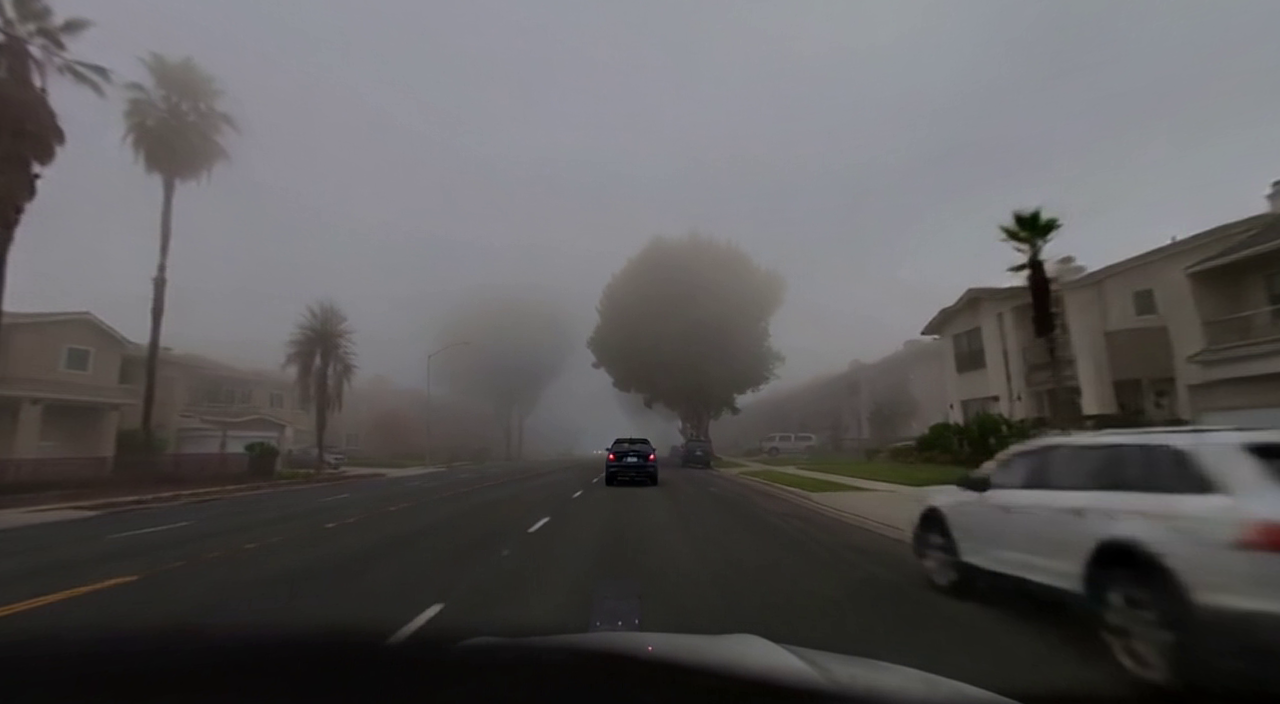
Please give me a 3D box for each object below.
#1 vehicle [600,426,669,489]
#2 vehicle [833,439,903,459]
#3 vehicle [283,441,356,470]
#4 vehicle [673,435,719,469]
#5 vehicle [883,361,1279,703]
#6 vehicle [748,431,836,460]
[{"bbox_3d":[-0.200,3.422,20.733,1.994,1.810,5.057,0,-8,-1],"label":"vehicle"},{"bbox_3d":[16.480,7.030,45.629,4.317,1.420,1.828,0,-8,0],"label":"vehicle"},{"bbox_3d":[-21.414,6.899,42.364,2.196,1.820,4.955,0,-8,1],"label":"vehicle"},{"bbox_3d":[3.408,6.203,39.227,2.416,1.922,5.023,0,-8,0],"label":"vehicle"},{"bbox_3d":[3.502,1.150,4.286,1.949,1.685,4.161,0,-8,-1],"label":"vehicle"},{"bbox_3d":[10.876,6.739,45.501,5.709,2.017,2.435,0,-8,-1],"label":"vehicle"}]
